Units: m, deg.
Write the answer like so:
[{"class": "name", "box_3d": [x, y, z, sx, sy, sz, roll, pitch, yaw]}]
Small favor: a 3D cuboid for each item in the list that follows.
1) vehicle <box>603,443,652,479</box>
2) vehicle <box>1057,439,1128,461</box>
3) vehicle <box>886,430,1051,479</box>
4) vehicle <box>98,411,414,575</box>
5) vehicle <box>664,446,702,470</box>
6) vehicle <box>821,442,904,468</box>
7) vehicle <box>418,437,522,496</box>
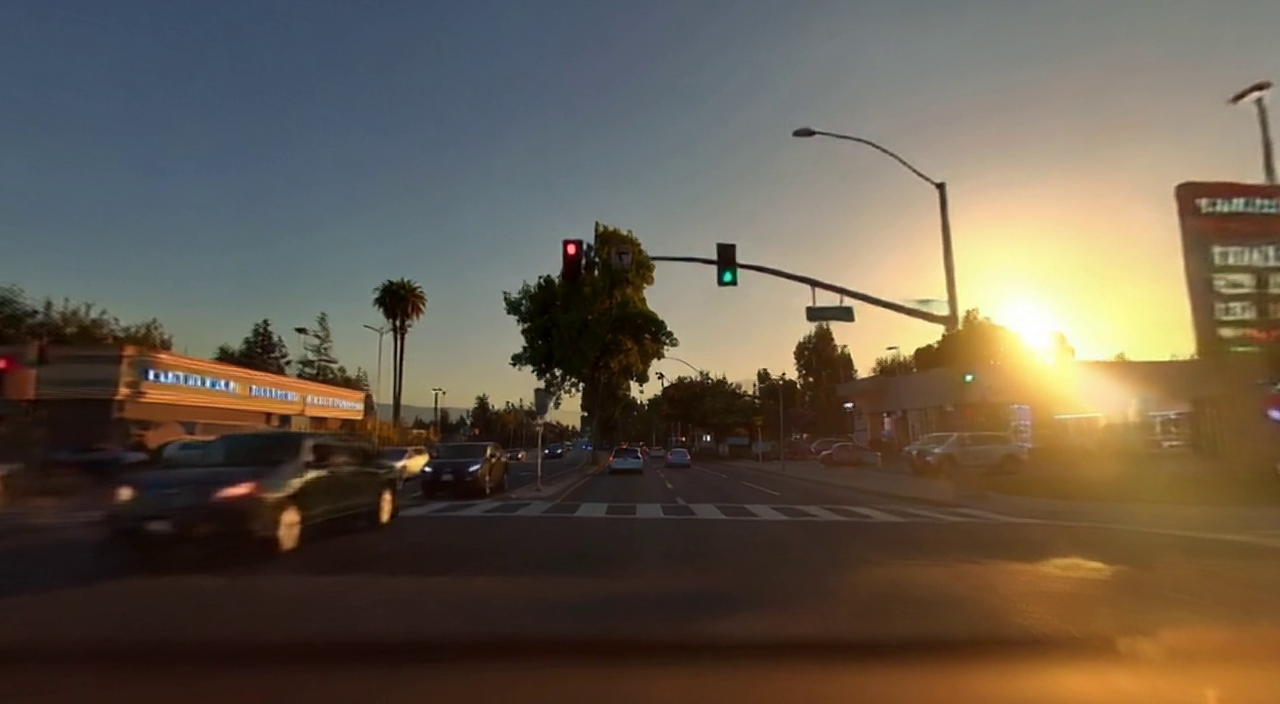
[{"class": "vehicle", "box_3d": [-0.606, 5.081, 29.699, 2.160, 1.508, 4.319, 0, -9, -2]}, {"class": "vehicle", "box_3d": [34.503, 7.461, 48.337, 3.956, 1.515, 1.738, -3, -7, 6]}, {"class": "vehicle", "box_3d": [13.682, 4.298, 26.601, 5.718, 1.911, 2.088, 0, -9, -2]}, {"class": "vehicle", "box_3d": [-5.144, 1.893, 9.443, 2.032, 1.747, 4.479, -2, -8, -2]}, {"class": "vehicle", "box_3d": [2.752, 6.935, 41.518, 2.060, 1.471, 4.168, 0, -9, -2]}, {"class": "vehicle", "box_3d": [13.648, 6.362, 39.001, 4.360, 1.523, 1.900, 0, -9, -1]}, {"class": "vehicle", "box_3d": [-5.242, 3.579, 20.178, 2.060, 1.643, 4.359, 0, -9, 0]}]
